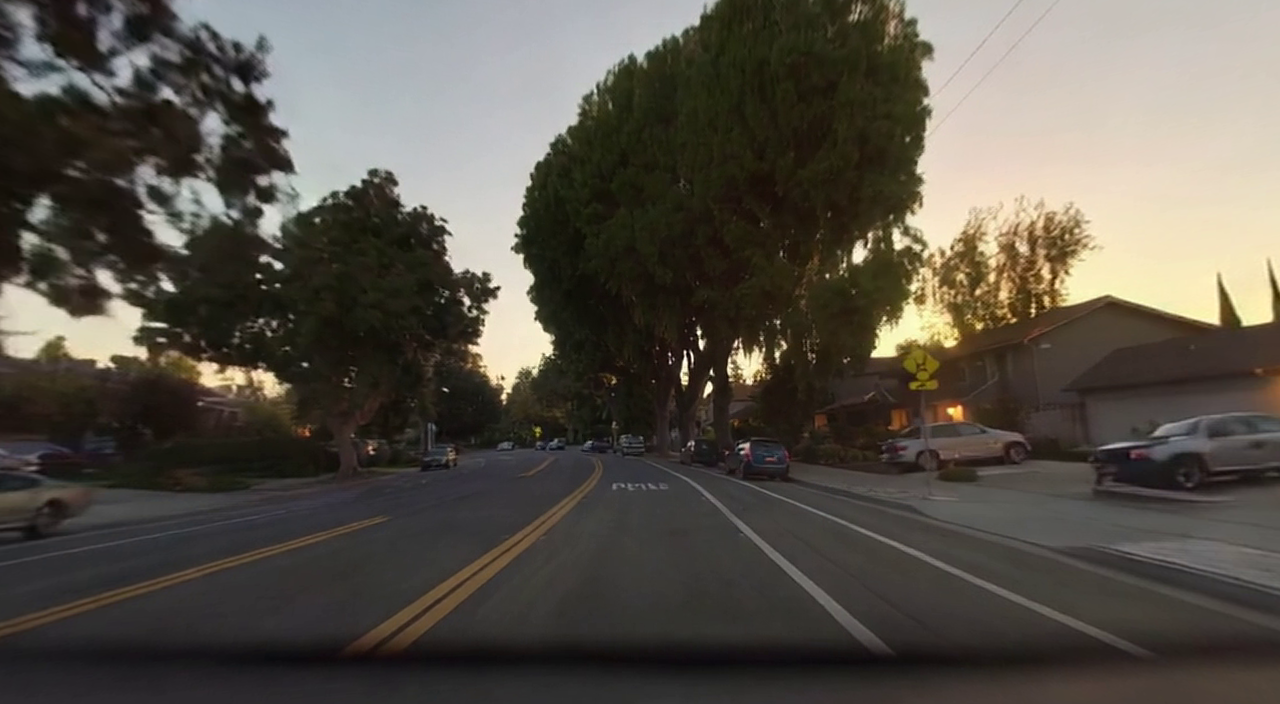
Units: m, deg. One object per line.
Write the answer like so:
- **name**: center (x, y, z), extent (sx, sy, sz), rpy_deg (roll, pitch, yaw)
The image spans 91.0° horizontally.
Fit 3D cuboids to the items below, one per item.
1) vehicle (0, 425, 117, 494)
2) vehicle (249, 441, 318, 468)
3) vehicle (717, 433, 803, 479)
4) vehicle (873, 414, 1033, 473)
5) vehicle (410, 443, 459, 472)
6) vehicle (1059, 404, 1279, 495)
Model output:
- **vehicle**: center (-18.988, 3.056, 18.581), extent (5.098, 1.795, 1.979), rpy_deg (4, -11, 0)
- **vehicle**: center (-20.785, 5.967, 36.918), extent (1.942, 1.464, 4.537), rpy_deg (1, -9, -8)
- **vehicle**: center (4.980, 4.390, 27.169), extent (1.954, 1.732, 6.409), rpy_deg (2, -8, -5)
- **vehicle**: center (11.757, 3.466, 23.906), extent (4.882, 1.766, 2.040), rpy_deg (-4, -9, -4)
- **vehicle**: center (-13.097, 6.734, 40.375), extent (2.292, 1.499, 4.661), rpy_deg (-4, -8, -11)
- **vehicle**: center (12.661, 2.193, 14.640), extent (4.357, 1.792, 2.244), rpy_deg (-1, -7, -10)
